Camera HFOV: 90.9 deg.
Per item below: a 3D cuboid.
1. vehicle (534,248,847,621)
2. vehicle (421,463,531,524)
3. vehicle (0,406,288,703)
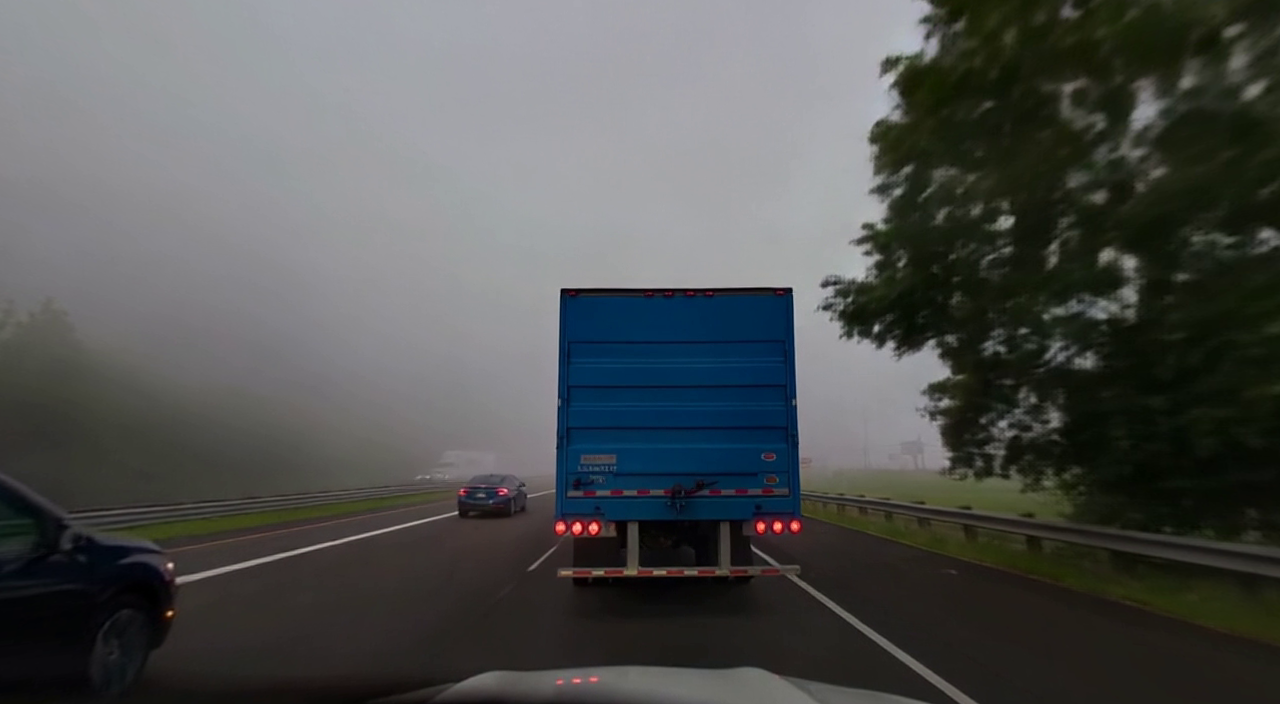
[{"bbox_3d":[0.616,1.483,10.314,2.831,3.529,8.689,0,-11,2],"label":"vehicle"},{"bbox_3d":[-4.492,3.955,18.027,1.891,1.469,4.431,0,-11,1],"label":"vehicle"},{"bbox_3d":[-3.939,0.993,2.649,1.983,1.575,4.973,1,-11,0],"label":"vehicle"}]
